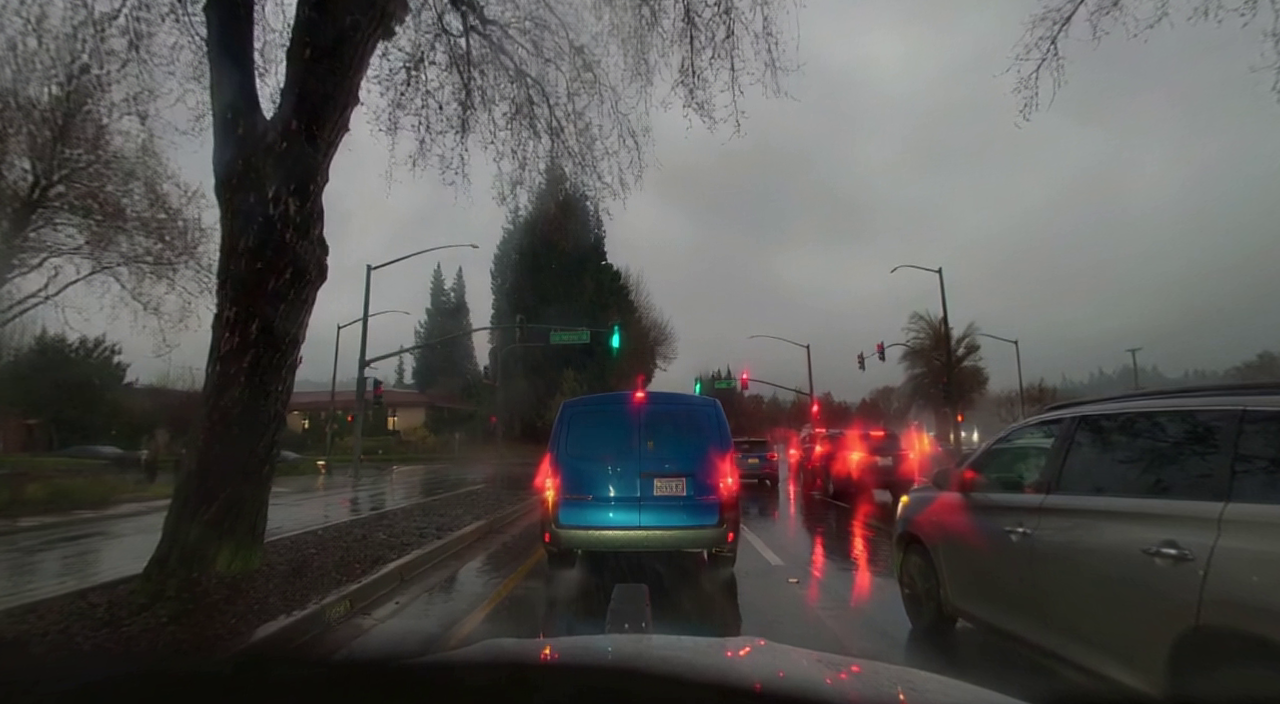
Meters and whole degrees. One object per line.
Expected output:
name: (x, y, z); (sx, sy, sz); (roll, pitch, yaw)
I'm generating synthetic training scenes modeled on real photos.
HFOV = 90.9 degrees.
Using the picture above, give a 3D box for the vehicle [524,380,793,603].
vehicle: (0.168, 1.464, 7.428); (2.185, 1.822, 4.391); (0, -8, 1)

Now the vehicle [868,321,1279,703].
vehicle: (2.901, 0.946, 3.180); (1.971, 1.663, 4.287); (0, -8, 2)
